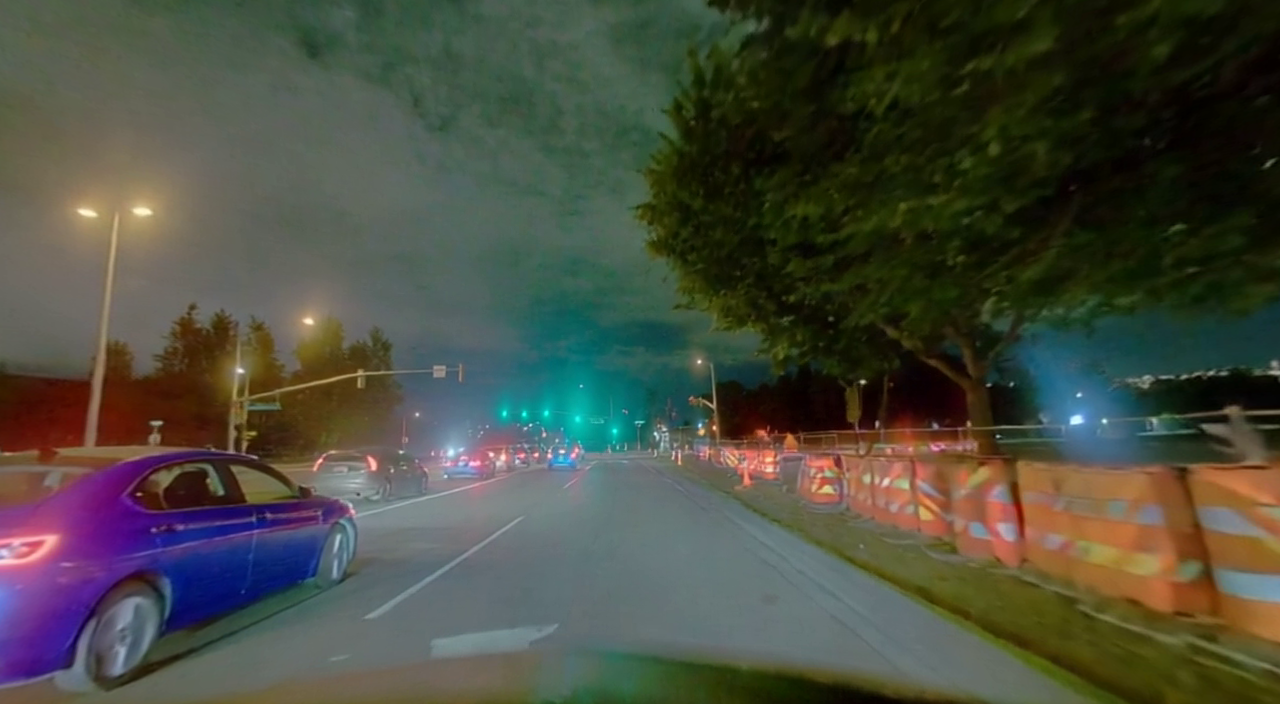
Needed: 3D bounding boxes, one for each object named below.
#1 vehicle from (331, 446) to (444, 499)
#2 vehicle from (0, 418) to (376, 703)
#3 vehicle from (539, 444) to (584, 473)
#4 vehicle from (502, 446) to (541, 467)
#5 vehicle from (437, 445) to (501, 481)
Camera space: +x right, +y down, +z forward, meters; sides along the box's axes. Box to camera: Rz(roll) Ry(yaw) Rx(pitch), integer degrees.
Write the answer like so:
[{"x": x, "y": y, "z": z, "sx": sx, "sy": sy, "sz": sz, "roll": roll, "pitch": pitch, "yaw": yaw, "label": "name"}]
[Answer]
[{"x": -8.166, "y": 3.908, "z": 20.932, "sx": 1.992, "sy": 1.446, "sz": 4.296, "roll": -3, "pitch": -8, "yaw": 0, "label": "vehicle"}, {"x": -4.048, "y": 1.366, "z": 4.824, "sx": 2.026, "sy": 1.497, "sz": 4.577, "roll": -2, "pitch": -8, "yaw": 1, "label": "vehicle"}, {"x": -4.210, "y": 5.774, "z": 34.523, "sx": 2.042, "sy": 1.441, "sz": 4.172, "roll": -1, "pitch": -8, "yaw": -2, "label": "vehicle"}, {"x": -8.527, "y": 7.533, "z": 45.736, "sx": 1.933, "sy": 1.458, "sz": 4.544, "roll": 0, "pitch": -8, "yaw": 0, "label": "vehicle"}, {"x": -7.813, "y": 5.102, "z": 29.342, "sx": 1.900, "sy": 1.507, "sz": 4.285, "roll": -1, "pitch": -8, "yaw": -2, "label": "vehicle"}]
